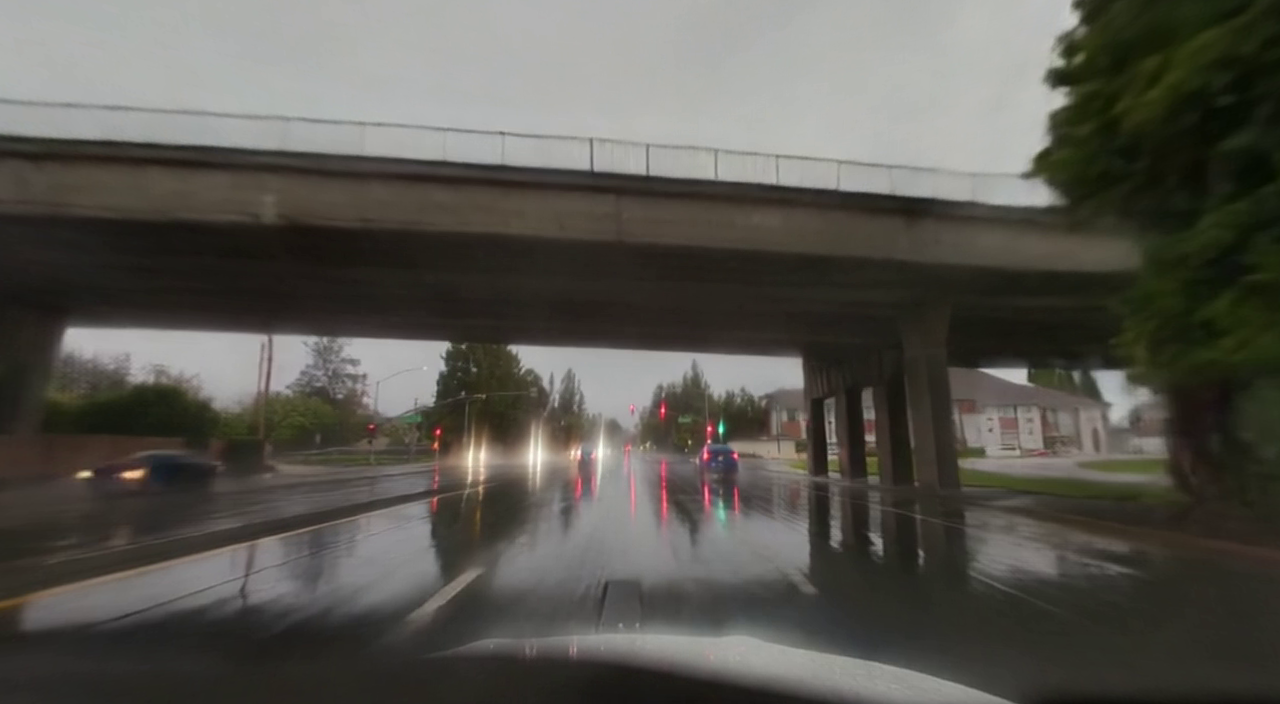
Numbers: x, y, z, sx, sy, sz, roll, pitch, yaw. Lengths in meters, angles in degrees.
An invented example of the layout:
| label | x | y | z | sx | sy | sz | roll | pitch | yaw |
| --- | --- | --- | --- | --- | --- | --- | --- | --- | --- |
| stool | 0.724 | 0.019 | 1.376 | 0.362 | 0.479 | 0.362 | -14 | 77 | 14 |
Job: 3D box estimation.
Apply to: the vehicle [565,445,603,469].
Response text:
| label | x | y | z | sx | sy | sz | roll | pitch | yaw |
| --- | --- | --- | --- | --- | --- | --- | --- | --- | --- |
| vehicle | -3.736 | 7.032 | 42.590 | 2.060 | 1.484 | 4.417 | 0 | -8 | 1 |

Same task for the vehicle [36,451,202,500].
| label | x | y | z | sx | sy | sz | roll | pitch | yaw |
| --- | --- | --- | --- | --- | --- | --- | --- | --- | --- |
| vehicle | -18.283 | 4.314 | 22.552 | 2.003 | 1.494 | 4.580 | 0 | -8 | 0 |

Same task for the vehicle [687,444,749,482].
| label | x | y | z | sx | sy | sz | roll | pitch | yaw |
| --- | --- | --- | --- | --- | --- | --- | --- | --- | --- |
| vehicle | 3.315 | 4.805 | 27.713 | 2.068 | 1.497 | 4.247 | 0 | -8 | -1 |
